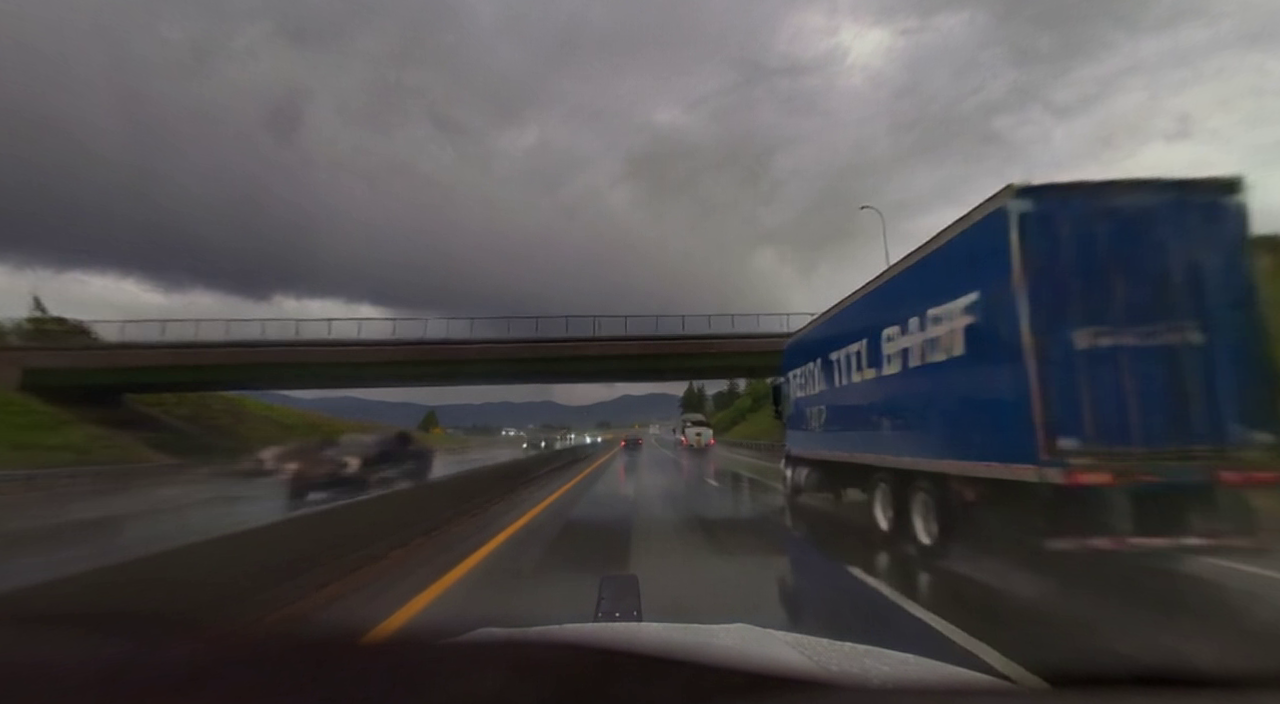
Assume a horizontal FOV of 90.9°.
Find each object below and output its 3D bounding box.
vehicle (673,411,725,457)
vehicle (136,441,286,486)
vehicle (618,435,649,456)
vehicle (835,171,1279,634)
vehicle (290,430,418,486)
[{"bbox_3d":[3.717,5.378,41.195,2.715,2.746,6.550,0,-7,-1],"label":"vehicle"},{"bbox_3d":[-13.714,3.555,20.534,1.809,1.237,4.410,0,-7,0],"label":"vehicle"},{"bbox_3d":[-0.439,6.269,42.463,1.996,1.325,4.029,0,-7,0],"label":"vehicle"},{"bbox_3d":[3.891,0.480,6.176,2.913,3.491,2.811,0,-7,-1],"label":"vehicle"},{"bbox_3d":[-8.734,3.233,19.728,2.012,1.526,4.235,0,-7,0],"label":"vehicle"}]
